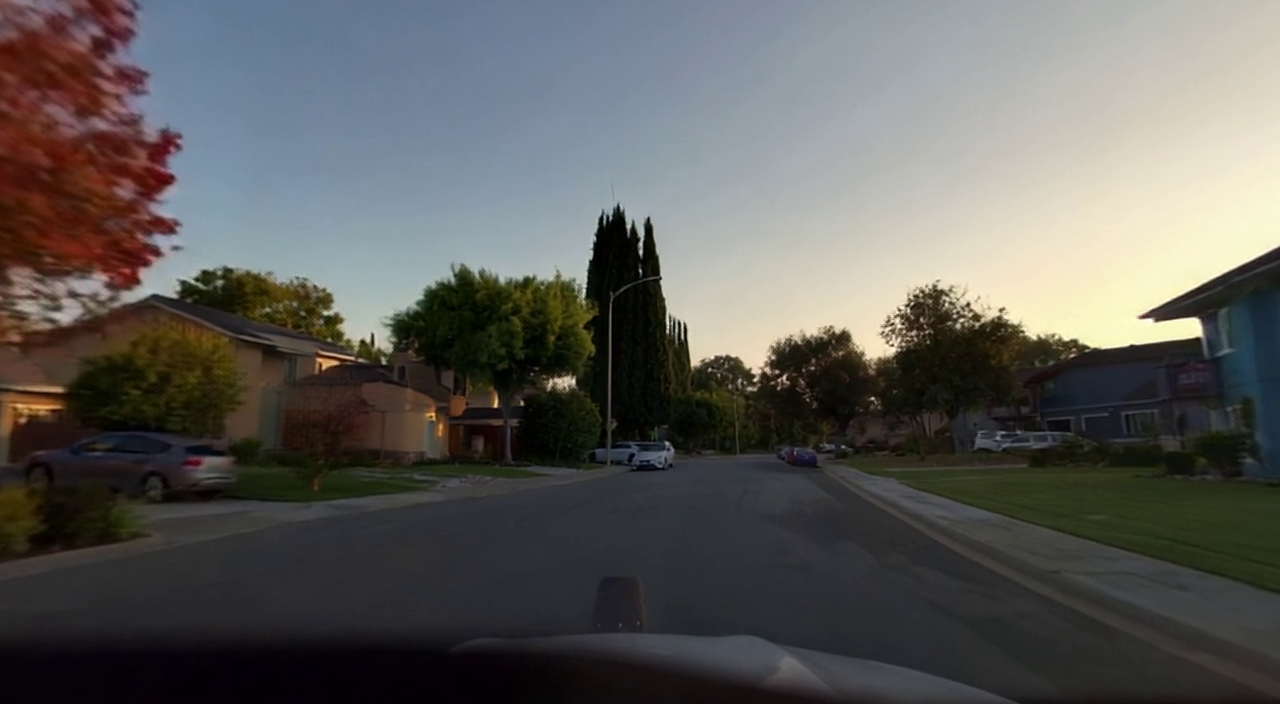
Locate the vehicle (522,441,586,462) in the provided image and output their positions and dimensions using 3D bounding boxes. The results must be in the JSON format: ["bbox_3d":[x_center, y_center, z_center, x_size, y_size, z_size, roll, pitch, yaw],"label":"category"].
[{"bbox_3d":[-6.094,7.013,44.546,4.376,1.458,2.046,1,-8,-10],"label":"vehicle"}]

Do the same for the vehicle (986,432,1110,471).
[{"bbox_3d":[18.688,4.546,29.091,4.384,1.688,1.956,1,-8,-4],"label":"vehicle"}]

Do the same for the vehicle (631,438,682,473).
[{"bbox_3d":[1.067,6.035,37.216,2.215,1.859,4.765,-2,-8,11],"label":"vehicle"}]
